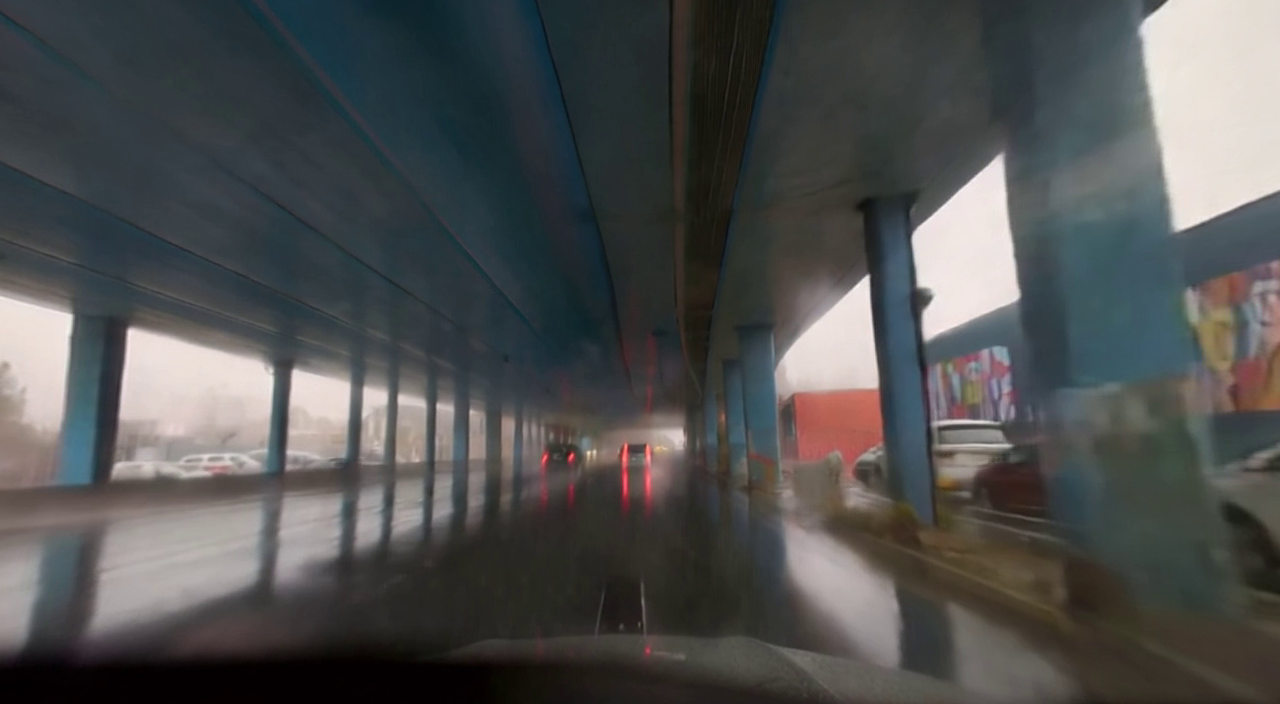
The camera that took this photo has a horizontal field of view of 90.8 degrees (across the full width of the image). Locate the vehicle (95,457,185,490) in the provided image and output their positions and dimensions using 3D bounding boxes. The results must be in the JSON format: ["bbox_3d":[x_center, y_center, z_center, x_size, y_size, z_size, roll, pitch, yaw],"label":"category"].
[{"bbox_3d":[-29.462,7.147,37.441,2.035,1.764,4.157,1,-9,-4],"label":"vehicle"}]

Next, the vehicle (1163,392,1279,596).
[{"bbox_3d":[6.437,1.090,4.568,1.940,1.738,3.956,0,-9,2],"label":"vehicle"}]

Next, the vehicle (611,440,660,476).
[{"bbox_3d":[-0.163,4.894,29.435,2.155,1.571,3.734,0,-9,1],"label":"vehicle"}]

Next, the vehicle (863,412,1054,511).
[{"bbox_3d":[6.992,2.467,14.555,2.114,1.911,4.402,0,-9,1],"label":"vehicle"}]

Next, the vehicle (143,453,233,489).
[{"bbox_3d":[-27.002,7.095,37.974,1.971,1.939,4.729,1,-9,-1],"label":"vehicle"}]

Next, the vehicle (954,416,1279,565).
[{"bbox_3d":[6.646,1.857,9.193,1.871,1.619,4.408,0,-9,0],"label":"vehicle"}]

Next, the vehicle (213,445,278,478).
[{"bbox_3d":[-30.384,8.387,48.807,1.933,2.393,4.896,0,-8,-2],"label":"vehicle"}]

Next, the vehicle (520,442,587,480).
[{"bbox_3d":[-3.665,4.714,27.634,2.024,1.533,4.549,-1,-9,3],"label":"vehicle"}]
